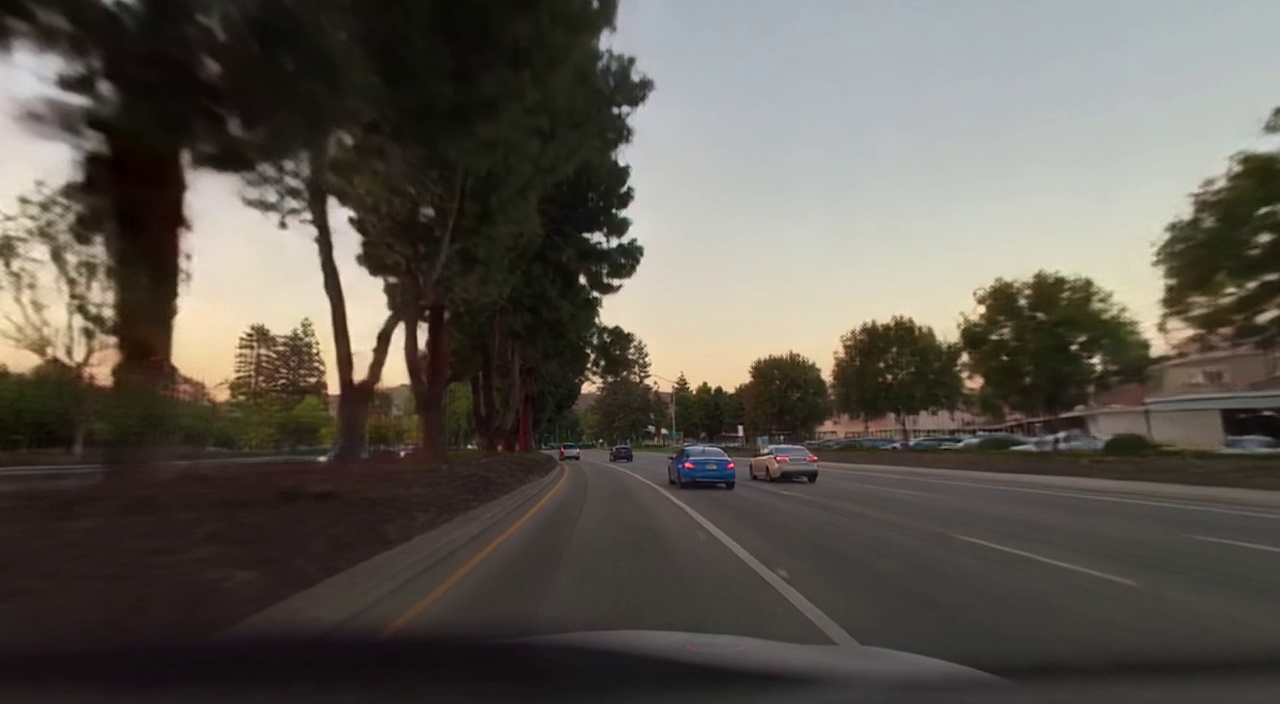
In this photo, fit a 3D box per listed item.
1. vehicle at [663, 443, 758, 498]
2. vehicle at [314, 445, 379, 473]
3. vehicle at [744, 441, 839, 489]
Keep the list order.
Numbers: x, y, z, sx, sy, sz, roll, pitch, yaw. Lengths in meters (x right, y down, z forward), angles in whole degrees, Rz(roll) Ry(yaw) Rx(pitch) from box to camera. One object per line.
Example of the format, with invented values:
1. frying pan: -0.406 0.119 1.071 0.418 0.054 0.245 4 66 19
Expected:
1. vehicle: 1.972 3.498 19.060 2.077 1.464 4.134 1 -8 -5
2. vehicle: -16.830 6.118 36.378 1.926 1.483 4.651 1 -9 -6
3. vehicle: 5.129 3.882 21.957 1.901 1.474 4.363 1 -9 -5
